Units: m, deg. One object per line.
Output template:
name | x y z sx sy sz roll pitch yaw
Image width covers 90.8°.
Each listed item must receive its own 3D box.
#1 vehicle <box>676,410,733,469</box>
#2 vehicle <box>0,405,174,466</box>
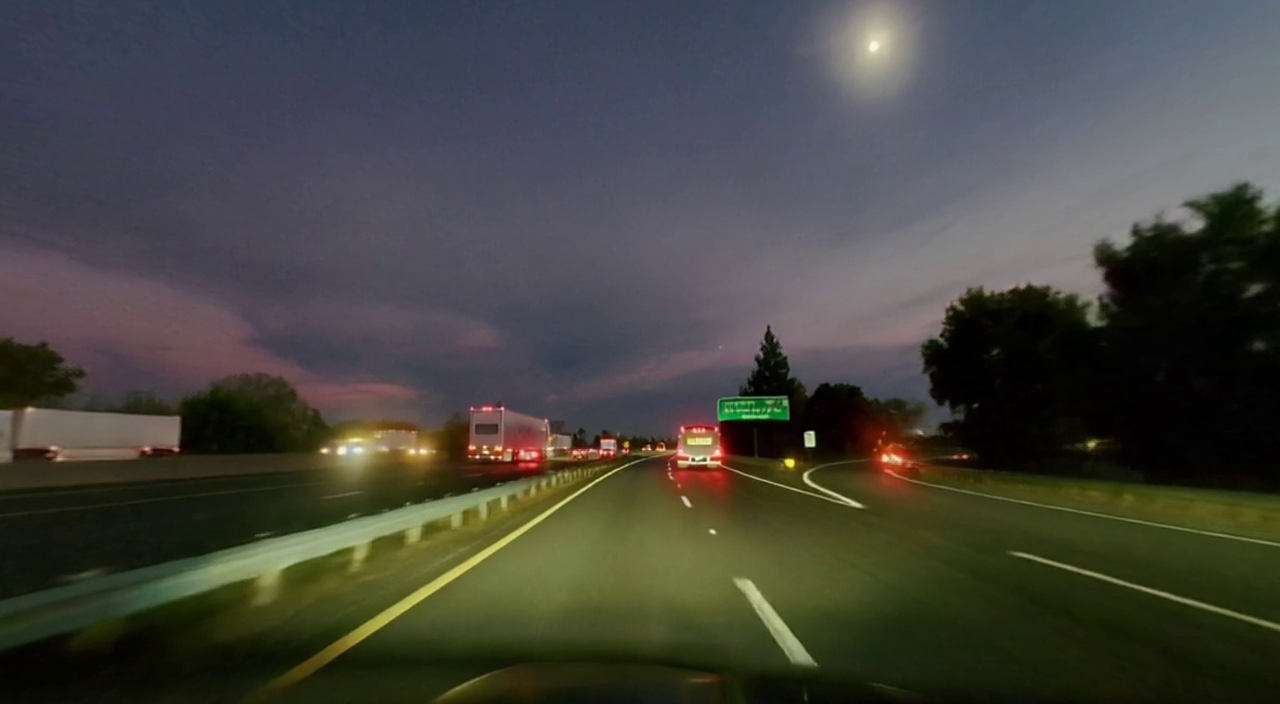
vehicle | 4.376 6.522 46.296 2.928 3.595 13.975 0 -9 1
vehicle | -42.393 6.518 47.909 2.840 3.938 13.955 -1 -9 3
